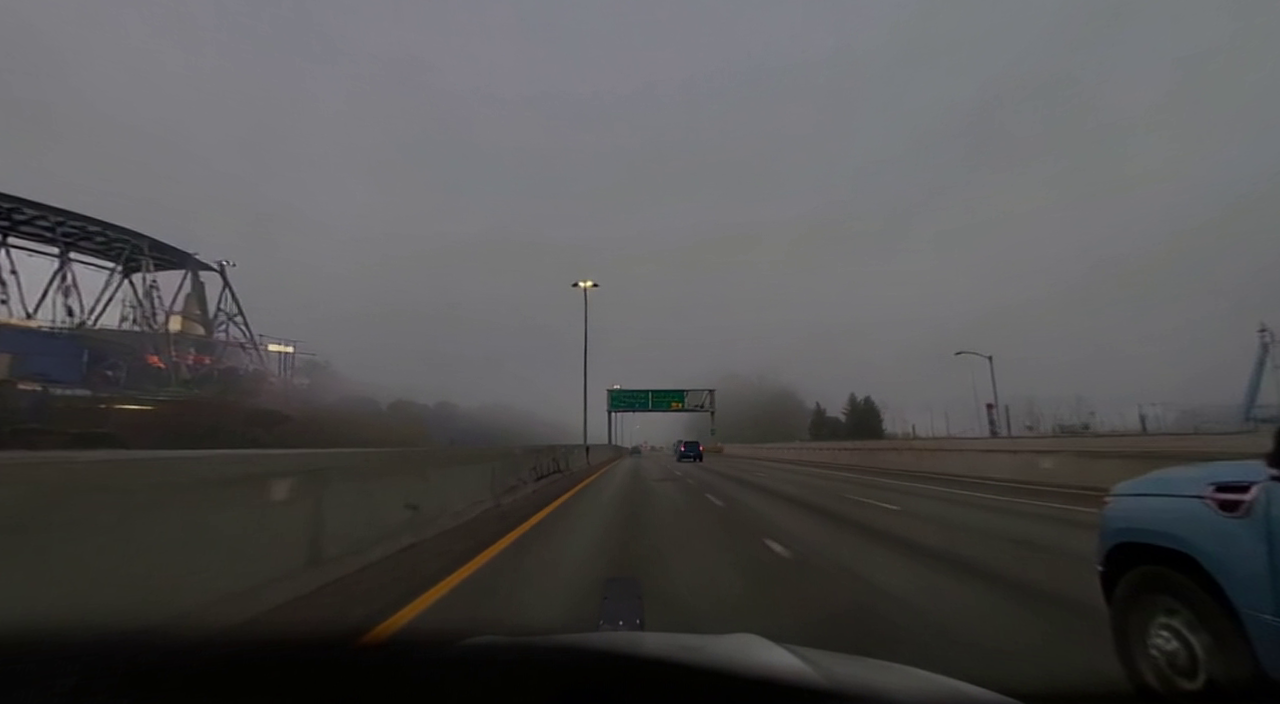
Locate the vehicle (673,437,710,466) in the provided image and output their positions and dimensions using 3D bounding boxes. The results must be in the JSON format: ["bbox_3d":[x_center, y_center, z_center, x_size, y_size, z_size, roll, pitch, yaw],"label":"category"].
[{"bbox_3d":[3.287,6.448,41.018,1.973,1.774,4.092,0,-9,0],"label":"vehicle"}]

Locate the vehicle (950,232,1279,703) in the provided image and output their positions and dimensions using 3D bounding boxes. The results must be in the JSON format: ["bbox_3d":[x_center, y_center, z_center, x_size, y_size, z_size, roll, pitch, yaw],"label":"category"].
[{"bbox_3d":[3.108,0.557,1.464,2.199,2.002,4.970,0,-9,0],"label":"vehicle"}]
